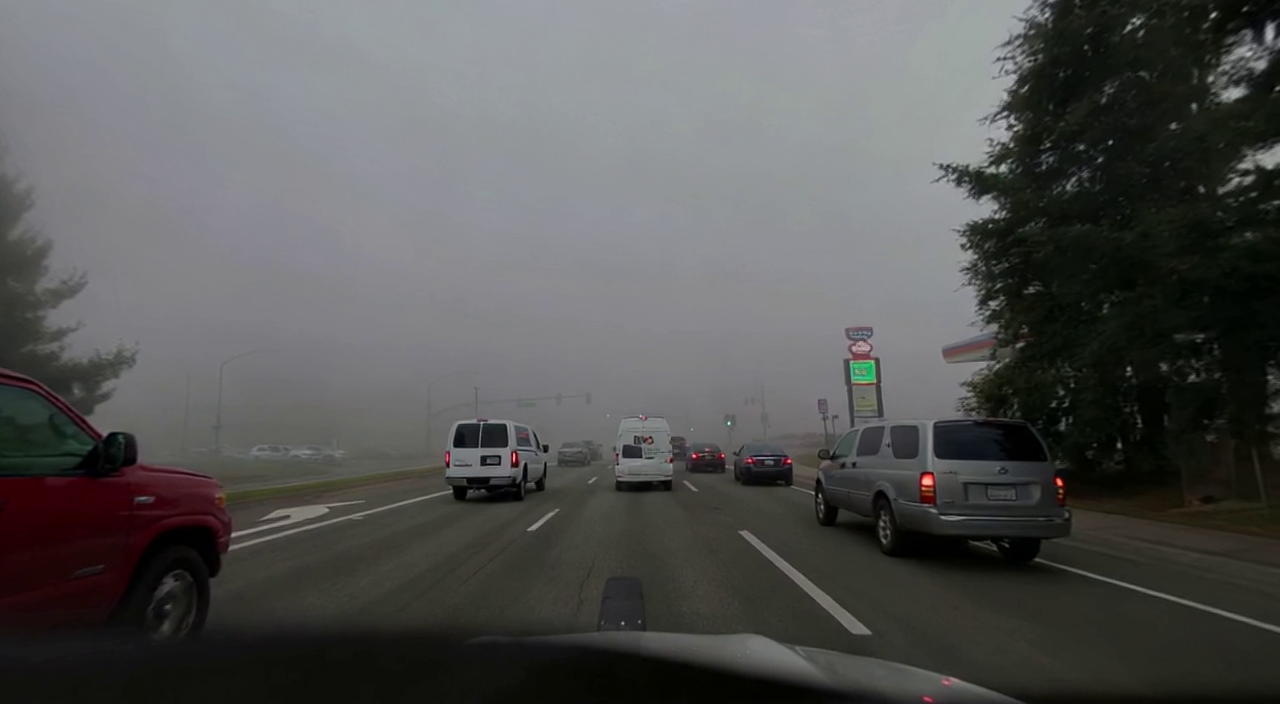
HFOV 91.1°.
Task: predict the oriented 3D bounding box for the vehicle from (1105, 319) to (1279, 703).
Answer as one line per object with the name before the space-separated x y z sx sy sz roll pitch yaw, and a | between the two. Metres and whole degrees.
vehicle | 3.338 0.515 0.436 2.132 1.775 5.046 0 -8 0

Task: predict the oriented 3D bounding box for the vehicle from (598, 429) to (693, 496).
vehicle | 0.094 3.263 18.996 2.426 1.703 5.602 0 -8 -1

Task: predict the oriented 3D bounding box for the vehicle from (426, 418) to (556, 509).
vehicle | -3.511 2.748 15.938 2.025 1.936 4.995 0 -8 0

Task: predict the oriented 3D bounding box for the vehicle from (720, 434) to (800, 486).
vehicle | 4.280 3.924 23.156 2.119 1.696 4.623 0 -8 1

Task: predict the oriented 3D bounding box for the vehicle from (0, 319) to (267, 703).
vehicle | -3.488 0.606 1.435 2.002 1.747 5.173 0 -8 1

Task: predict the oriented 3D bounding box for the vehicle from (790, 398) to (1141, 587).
vehicle | 3.679 1.689 8.433 2.055 1.786 4.817 0 -8 -1
